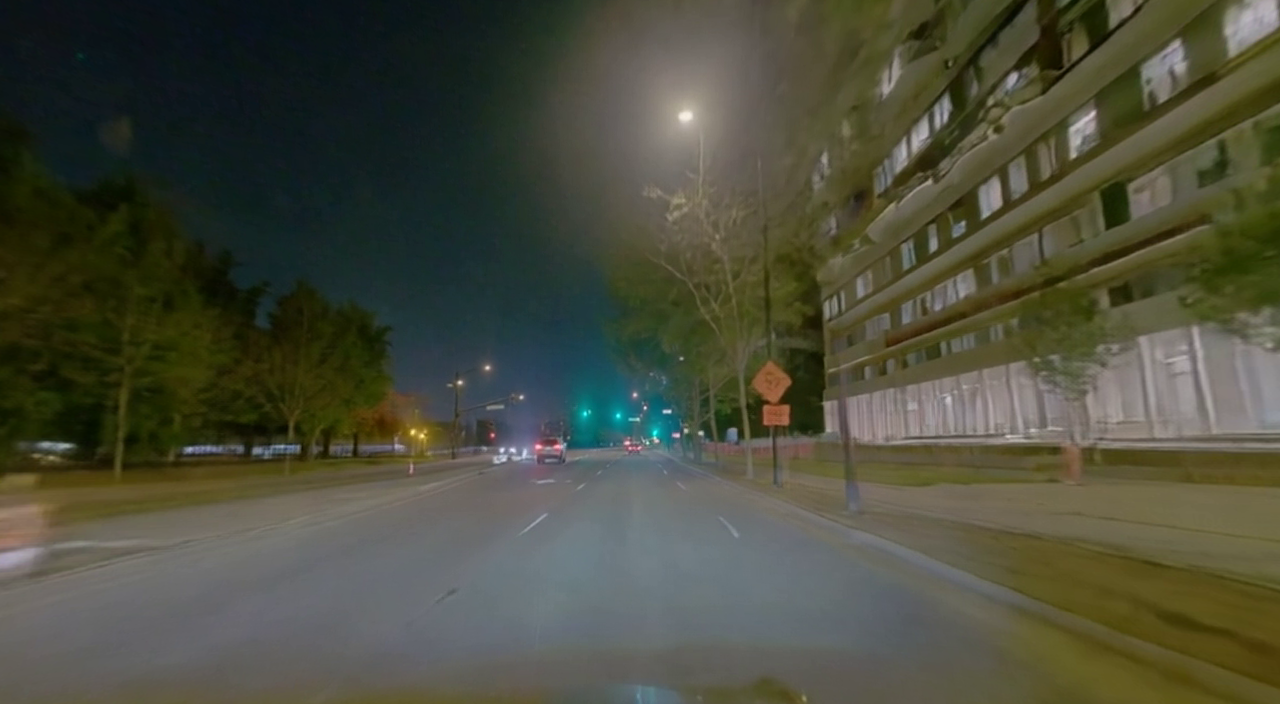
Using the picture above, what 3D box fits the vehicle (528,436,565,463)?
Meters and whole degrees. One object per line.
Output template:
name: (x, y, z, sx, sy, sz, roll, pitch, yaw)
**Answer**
vehicle: (-6.419, 6.731, 43.649, 2.076, 1.724, 4.188, 0, -8, -3)
